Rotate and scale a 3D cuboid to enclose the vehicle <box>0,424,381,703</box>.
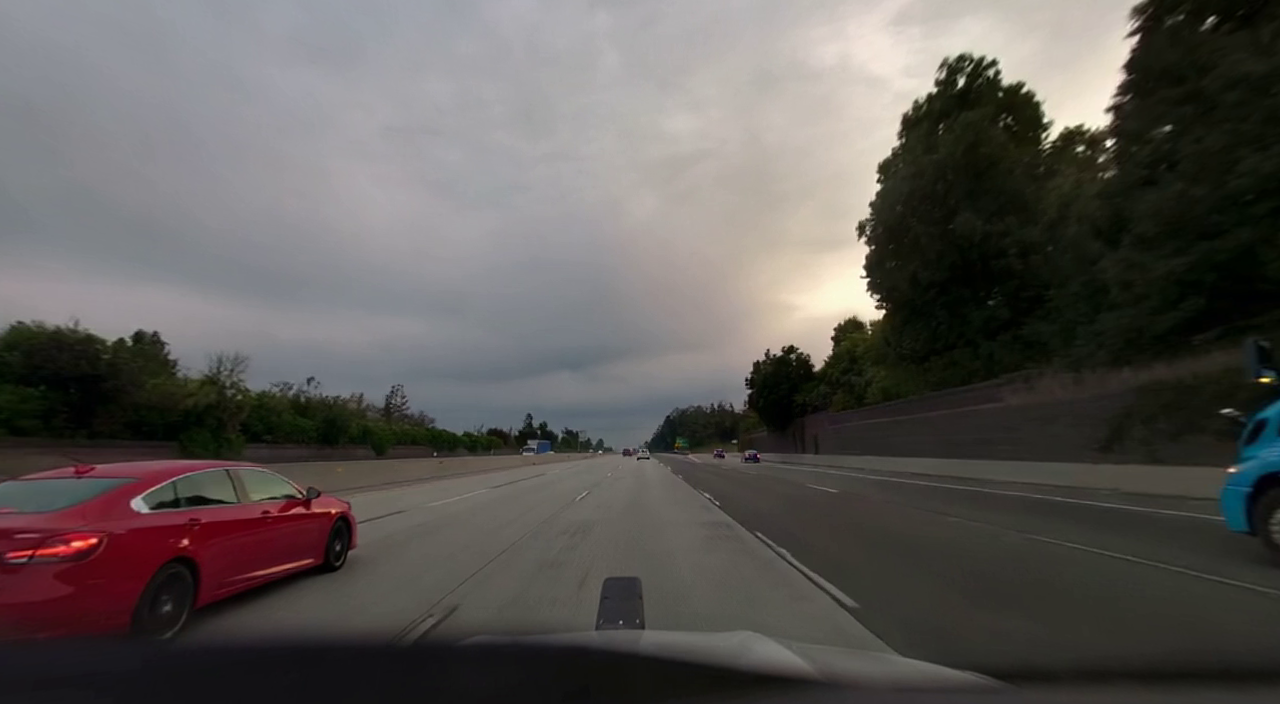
[{"bbox_3d":[-3.809,1.332,4.598,1.873,1.438,4.546,-1,-9,1],"label":"vehicle"}]
